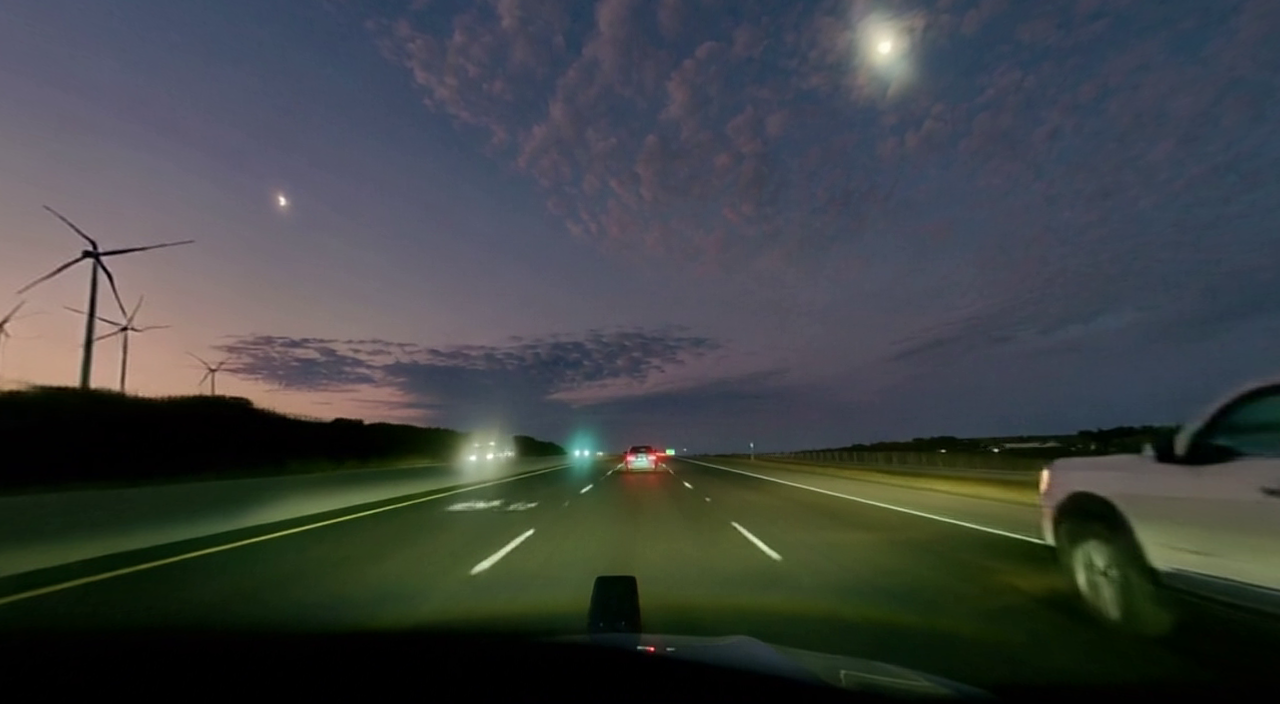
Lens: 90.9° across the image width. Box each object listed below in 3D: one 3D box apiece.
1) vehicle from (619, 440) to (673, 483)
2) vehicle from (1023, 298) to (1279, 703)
[{"bbox_3d":[0.211,4.564,26.488,2.083,1.653,3.787,0,-9,-1],"label":"vehicle"},{"bbox_3d":[3.728,0.581,1.810,2.104,1.861,4.956,0,-9,0],"label":"vehicle"}]
